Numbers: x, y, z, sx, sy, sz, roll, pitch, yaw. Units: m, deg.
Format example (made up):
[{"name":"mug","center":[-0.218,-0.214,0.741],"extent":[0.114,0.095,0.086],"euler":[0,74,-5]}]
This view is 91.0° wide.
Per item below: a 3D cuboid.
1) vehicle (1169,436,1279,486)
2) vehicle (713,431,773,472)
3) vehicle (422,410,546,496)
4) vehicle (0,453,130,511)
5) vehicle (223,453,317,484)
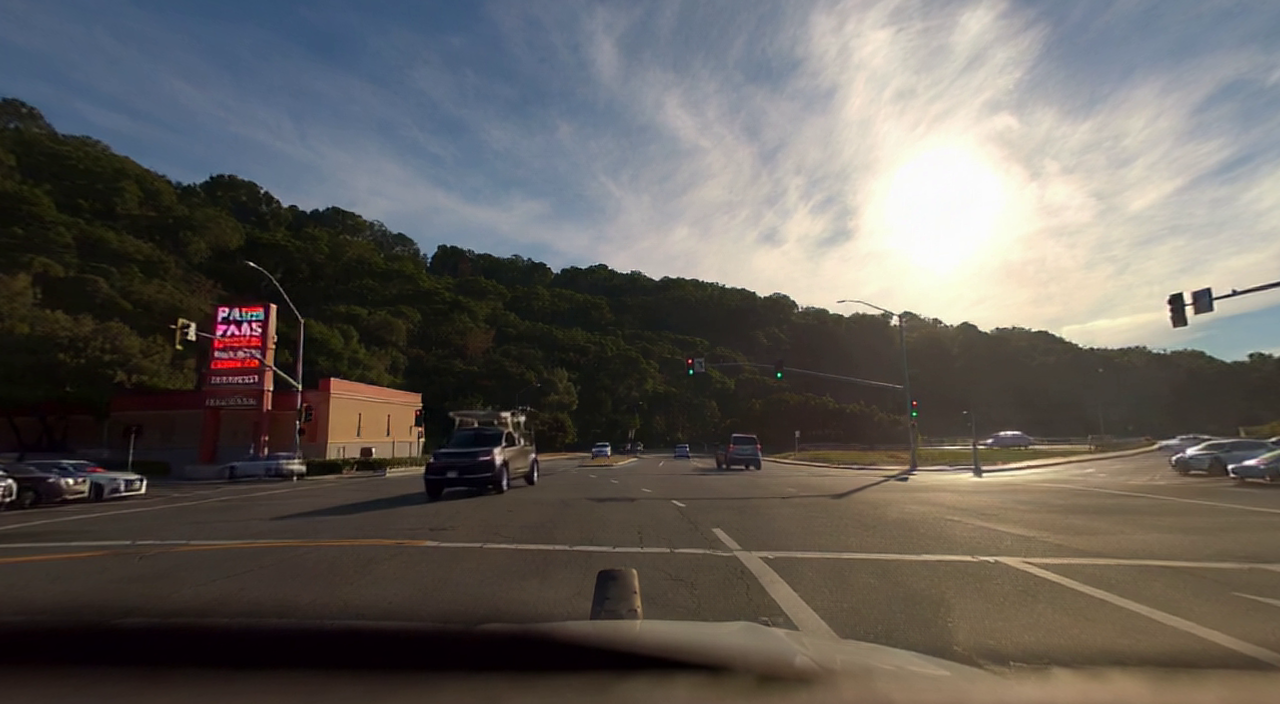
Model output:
[{"name":"vehicle","center":[25.074,4.465,26.041],"extent":[4.546,1.944,2.051],"euler":[1,-9,-5]},{"name":"vehicle","center":[5.909,5.838,36.966],"extent":[2.388,2.201,5.139],"euler":[0,-9,-3]},{"name":"vehicle","center":[-4.687,3.196,20.118],"extent":[2.318,2.325,5.910],"euler":[0,-9,1]},{"name":"vehicle","center":[-19.774,4.190,20.521],"extent":[4.440,1.748,2.033],"euler":[0,-9,1]},{"name":"vehicle","center":[-21.677,6.803,37.065],"extent":[4.336,1.706,2.069],"euler":[3,-9,-18]}]
